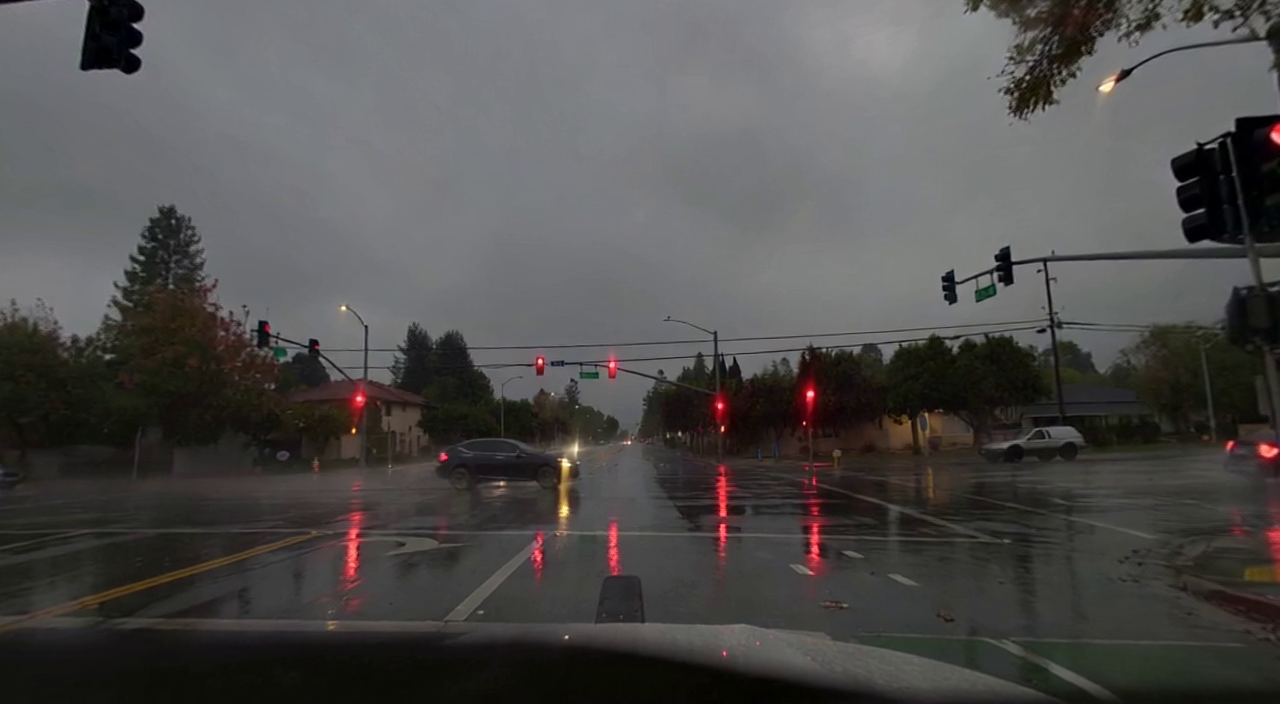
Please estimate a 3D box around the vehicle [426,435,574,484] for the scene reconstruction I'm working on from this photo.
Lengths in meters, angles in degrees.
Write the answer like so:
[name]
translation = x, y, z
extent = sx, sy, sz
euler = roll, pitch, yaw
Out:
[vehicle]
translation = -4.848, 3.784, 22.331
extent = 4.734, 1.585, 1.940
euler = -1, -8, 5
